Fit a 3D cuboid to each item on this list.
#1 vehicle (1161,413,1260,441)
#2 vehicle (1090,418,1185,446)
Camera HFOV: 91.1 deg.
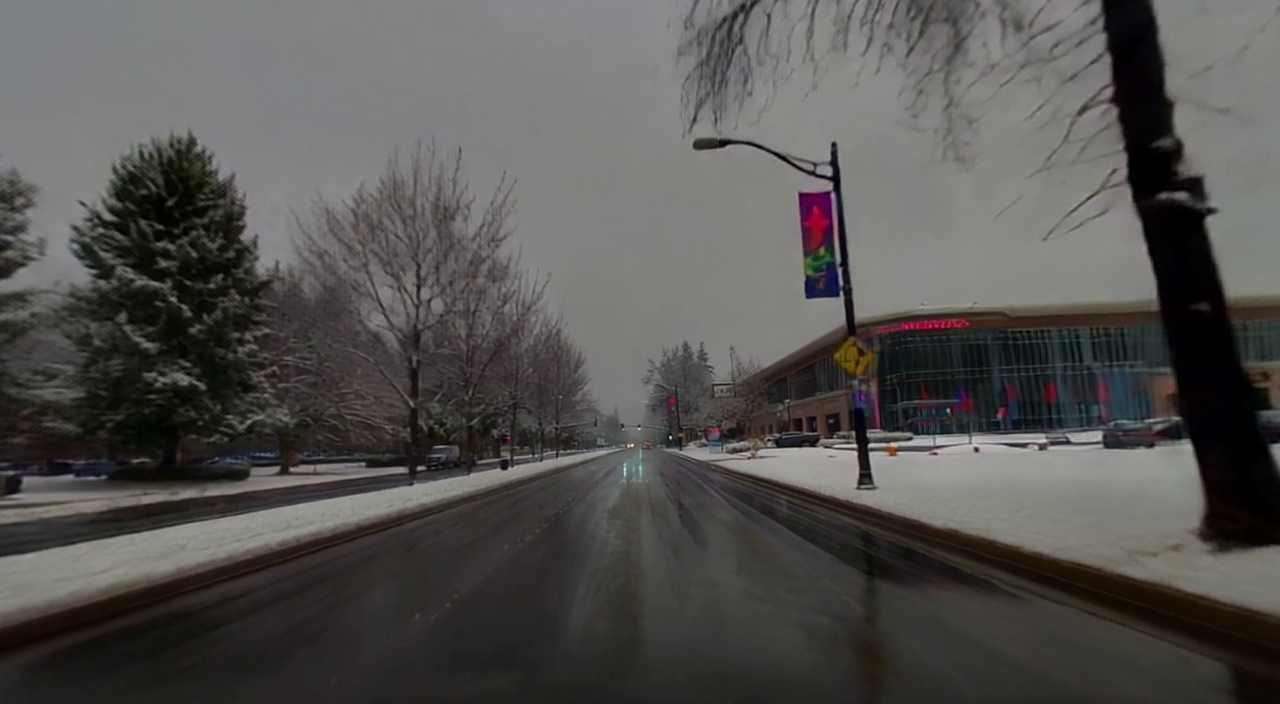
[{"bbox_3d":[33.469,4.450,36.981,1.917,1.469,4.195,0,-9,1],"label":"vehicle"},{"bbox_3d":[28.140,4.597,35.684,1.895,1.503,4.234,0,-9,0],"label":"vehicle"}]
